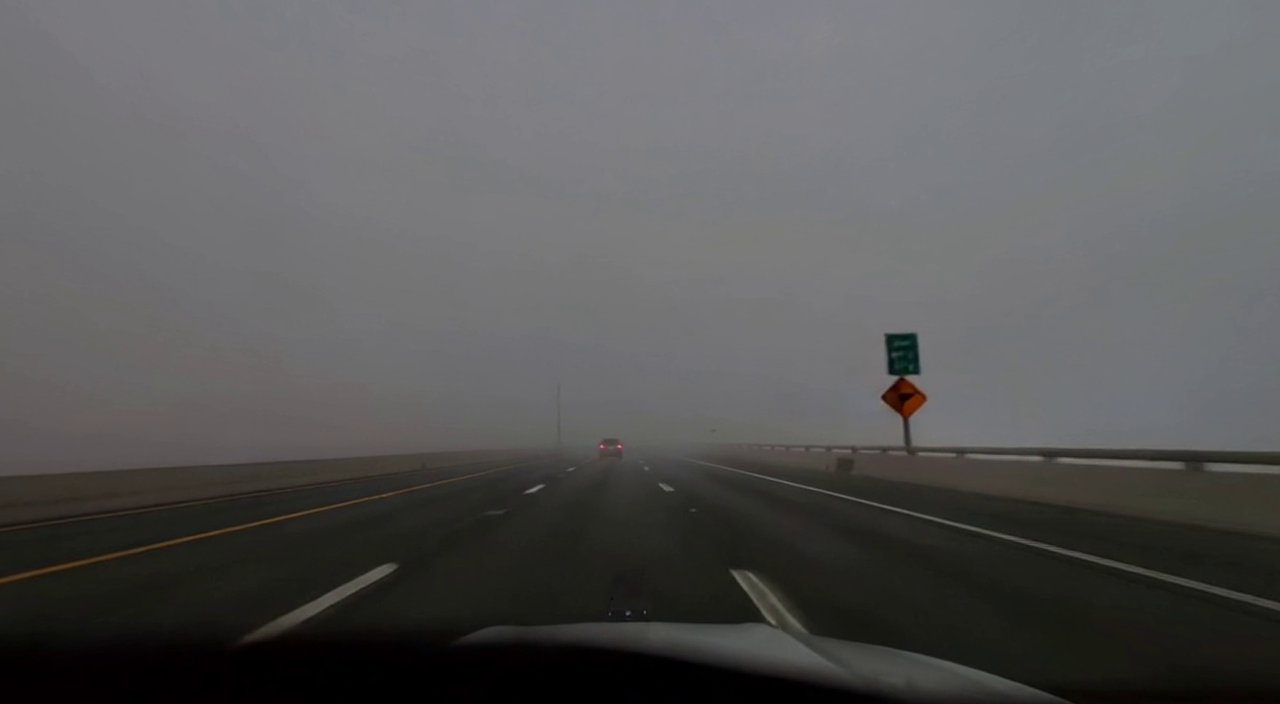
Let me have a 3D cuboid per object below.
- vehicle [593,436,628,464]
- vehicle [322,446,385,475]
[{"bbox_3d":[-1.806,6.096,39.159,2.111,1.635,4.177,0,-8,-2],"label":"vehicle"},{"bbox_3d":[-16.380,6.212,36.198,1.812,1.509,3.966,0,-8,-1],"label":"vehicle"}]
